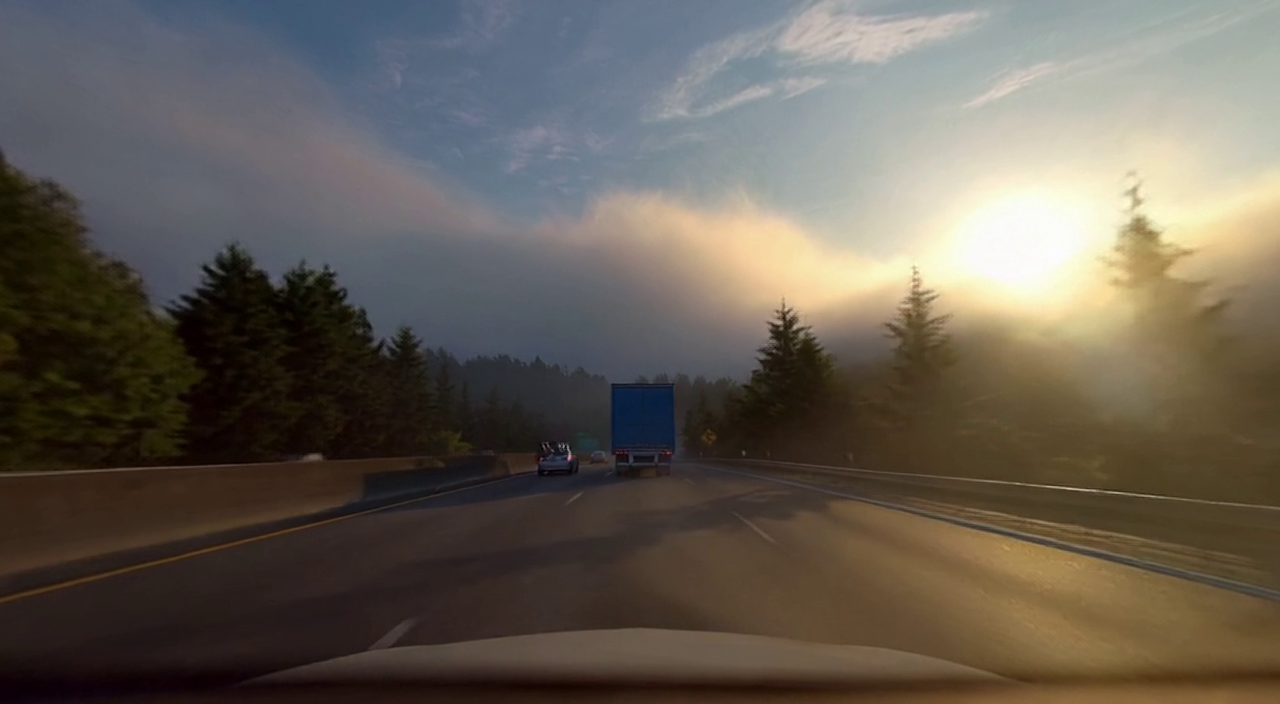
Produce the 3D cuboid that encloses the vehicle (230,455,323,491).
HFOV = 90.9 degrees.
[{"bbox_3d":[-16.230,5.398,28.351,1.779,1.438,3.897,0,-9,1],"label":"vehicle"}]

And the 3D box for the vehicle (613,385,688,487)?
[{"bbox_3d":[0.470,3.870,28.380,2.821,3.878,8.925,0,-9,1],"label":"vehicle"}]

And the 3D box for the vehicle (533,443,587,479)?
[{"bbox_3d":[-3.880,5.386,31.409,2.018,1.632,4.722,0,-9,1],"label":"vehicle"}]
